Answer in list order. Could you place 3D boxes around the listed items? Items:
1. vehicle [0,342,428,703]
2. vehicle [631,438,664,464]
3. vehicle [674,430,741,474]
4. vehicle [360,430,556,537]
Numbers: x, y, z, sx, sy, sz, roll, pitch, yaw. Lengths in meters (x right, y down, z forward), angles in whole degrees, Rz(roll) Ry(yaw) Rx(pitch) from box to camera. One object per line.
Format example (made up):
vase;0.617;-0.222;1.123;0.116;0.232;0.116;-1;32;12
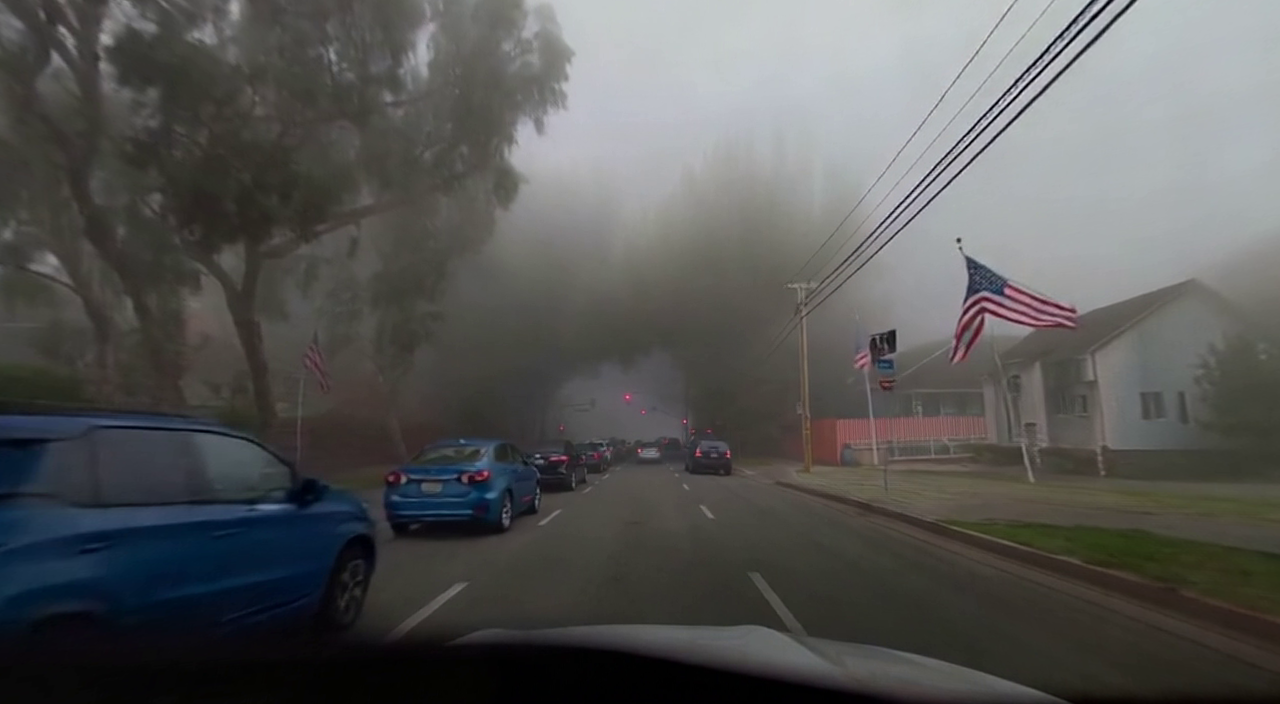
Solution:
vehicle;-3.049;1.027;3.615;1.971;1.639;4.487;-1;-9;2
vehicle;0.459;6.001;38.400;1.927;1.453;3.848;0;-9;1
vehicle;2.728;4.236;26.794;2.258;1.682;4.635;0;-9;-1
vehicle;-2.841;2.169;11.051;1.970;1.477;4.380;-1;-9;2
